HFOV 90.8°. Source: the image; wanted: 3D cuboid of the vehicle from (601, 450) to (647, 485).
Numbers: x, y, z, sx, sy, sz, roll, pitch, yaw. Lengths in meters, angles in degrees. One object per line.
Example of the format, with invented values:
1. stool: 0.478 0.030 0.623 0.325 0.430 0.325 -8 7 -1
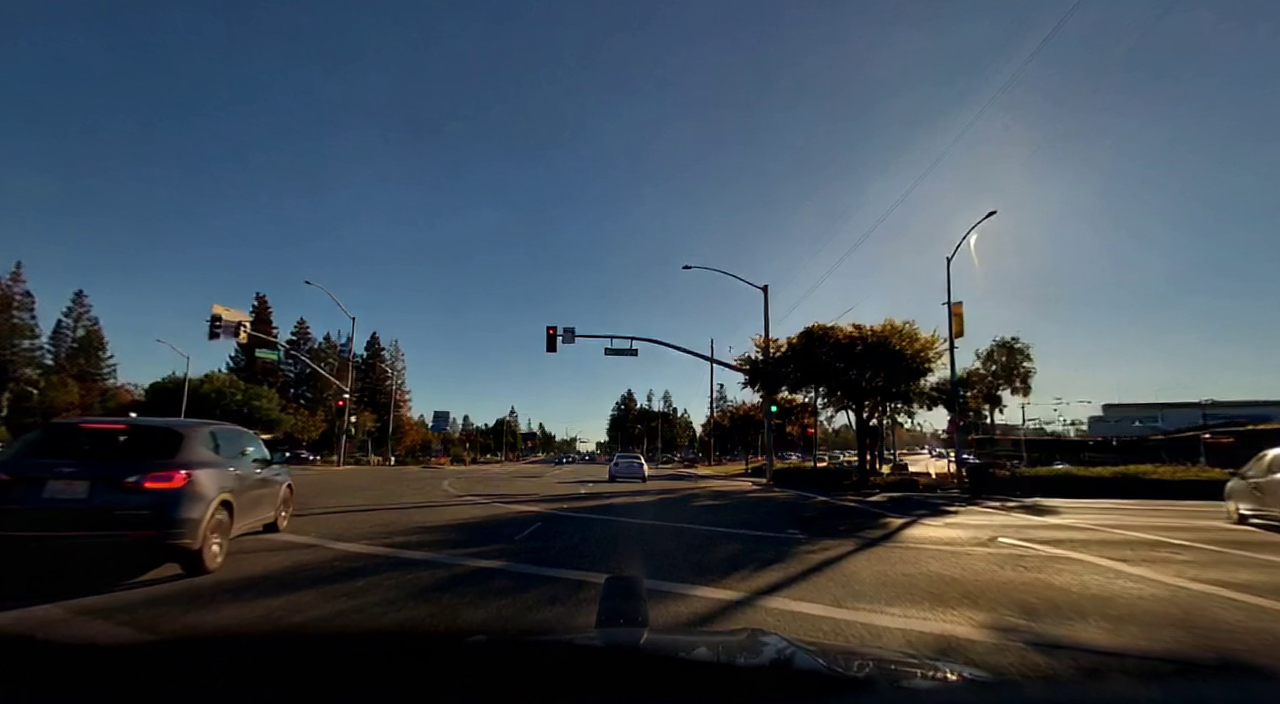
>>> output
1. vehicle: -0.730 5.164 28.573 1.917 1.418 3.987 1 -8 -2

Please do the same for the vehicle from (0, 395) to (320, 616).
1. vehicle: -5.319 1.499 7.097 1.909 1.704 4.307 2 -9 -12
